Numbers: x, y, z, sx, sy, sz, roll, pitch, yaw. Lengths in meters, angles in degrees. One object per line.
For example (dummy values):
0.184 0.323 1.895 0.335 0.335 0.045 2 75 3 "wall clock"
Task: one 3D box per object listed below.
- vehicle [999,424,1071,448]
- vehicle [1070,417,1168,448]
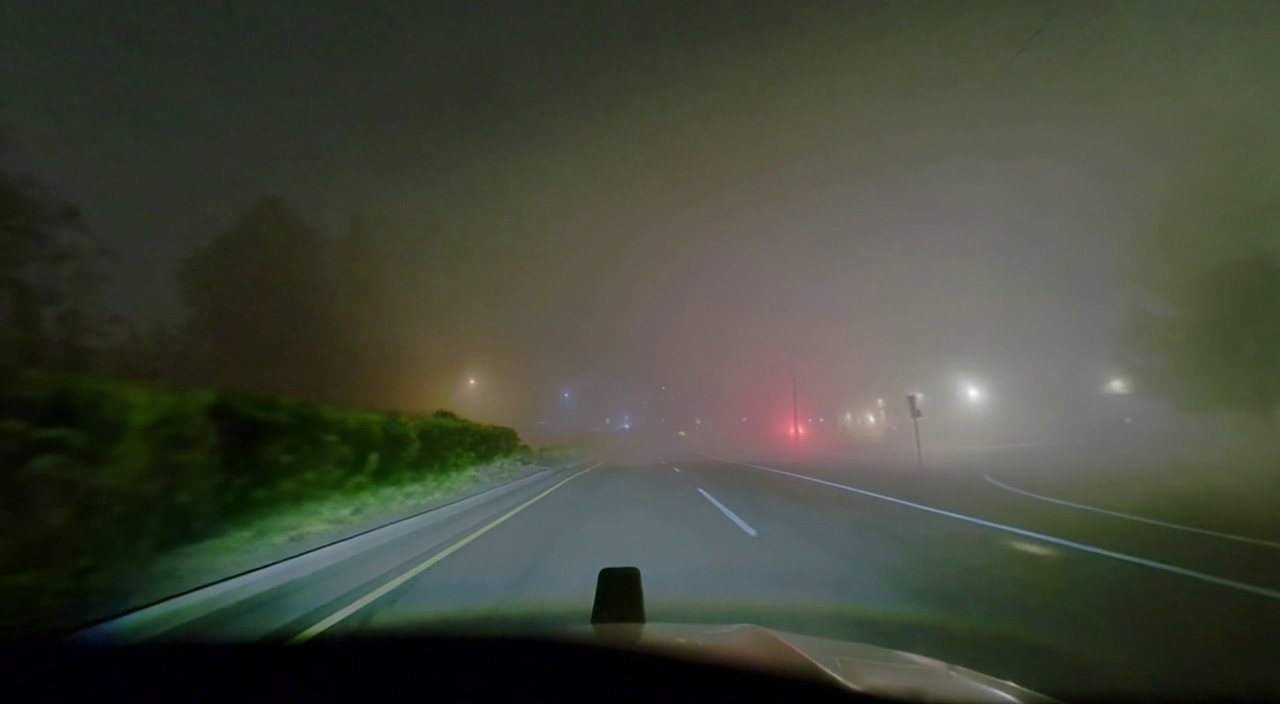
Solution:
28.488 6.119 45.780 1.868 1.599 4.741 1 -8 -4 "vehicle"
33.298 5.694 44.190 2.264 2.032 5.539 0 -8 -2 "vehicle"
